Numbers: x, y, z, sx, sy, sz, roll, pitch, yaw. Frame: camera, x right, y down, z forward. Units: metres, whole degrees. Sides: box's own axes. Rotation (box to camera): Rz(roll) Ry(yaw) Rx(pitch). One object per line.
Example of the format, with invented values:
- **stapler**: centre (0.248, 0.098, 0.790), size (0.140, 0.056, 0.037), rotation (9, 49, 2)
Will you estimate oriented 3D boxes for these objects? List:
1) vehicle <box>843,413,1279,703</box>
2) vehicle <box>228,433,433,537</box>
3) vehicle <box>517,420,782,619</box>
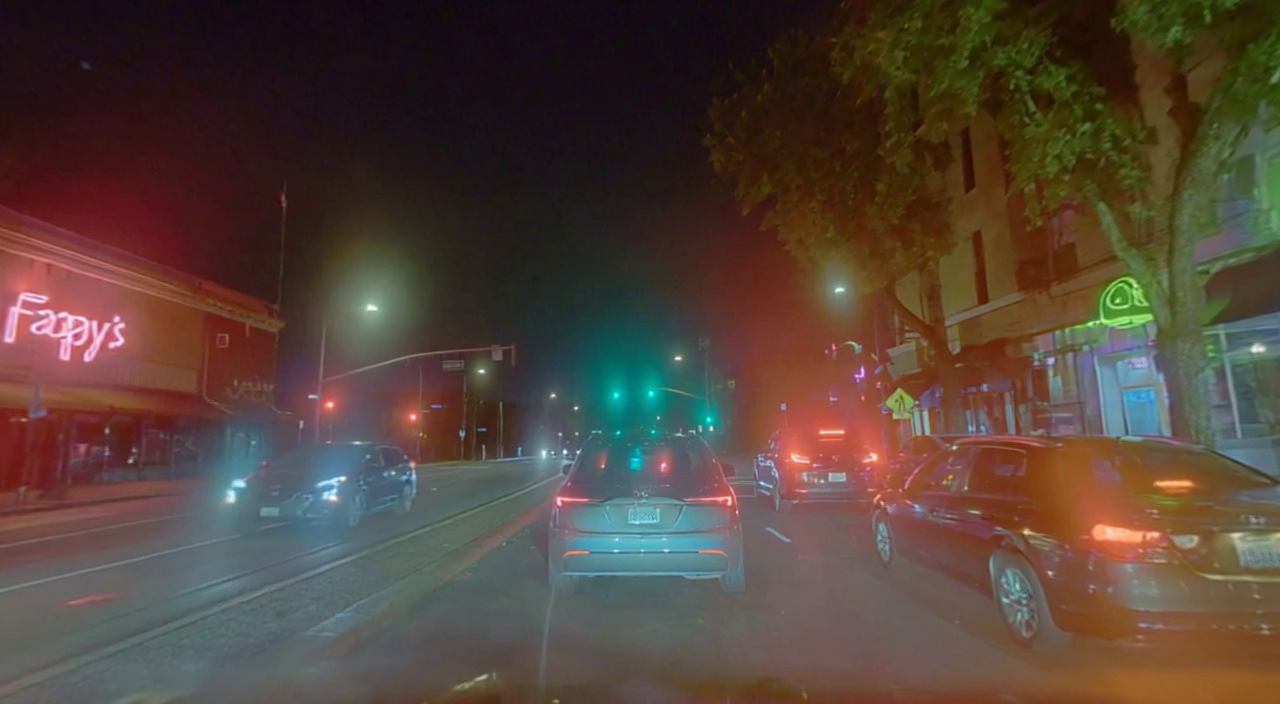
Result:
- **vehicle**: centre (3.393, 1.368, 5.323), size (1.988, 1.480, 4.195), rotation (0, -9, 1)
- **vehicle**: centre (-5.468, 2.381, 12.002), size (1.898, 1.542, 4.689), rotation (0, -9, -5)
- **vehicle**: centre (0.059, 1.545, 6.637), size (2.006, 1.487, 3.535), rotation (0, -9, 0)
